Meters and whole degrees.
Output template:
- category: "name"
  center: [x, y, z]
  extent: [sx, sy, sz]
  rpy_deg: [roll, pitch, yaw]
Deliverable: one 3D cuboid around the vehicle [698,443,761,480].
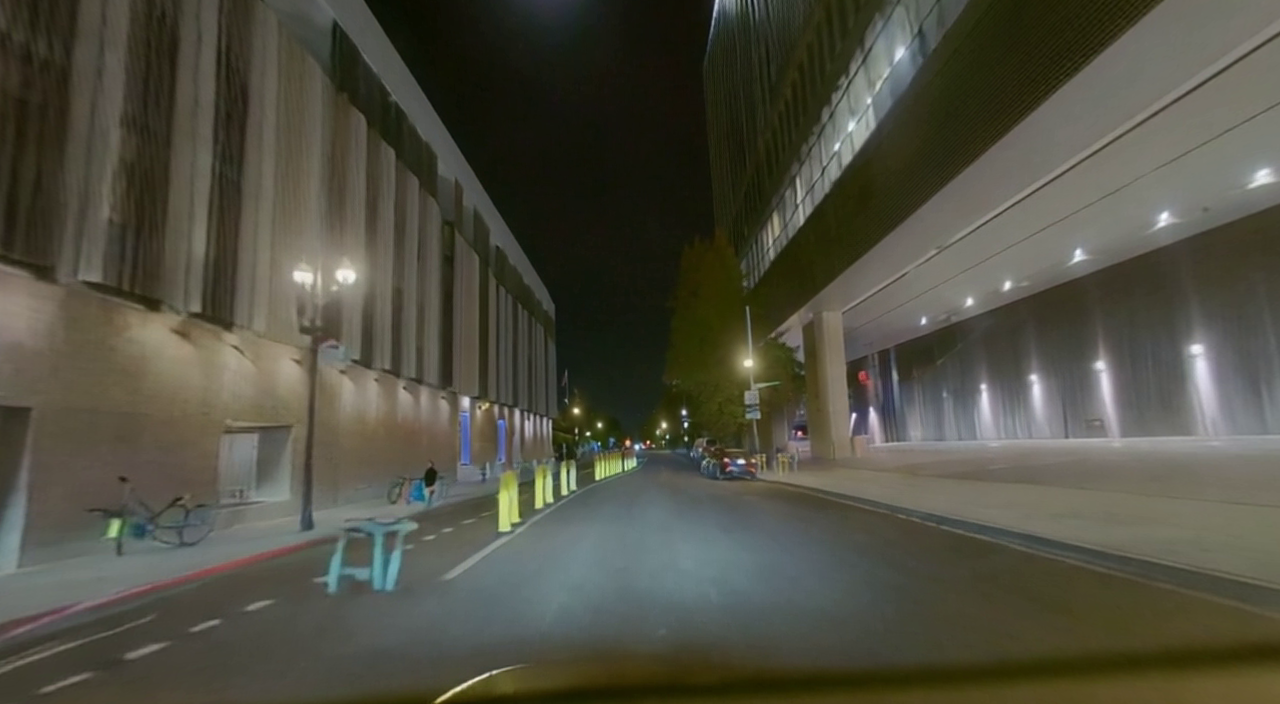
- category: "vehicle"
  center: [3.804, 4.708, 27.515]
  extent: [2.020, 1.448, 4.220]
  rpy_deg: [-1, -8, -1]
